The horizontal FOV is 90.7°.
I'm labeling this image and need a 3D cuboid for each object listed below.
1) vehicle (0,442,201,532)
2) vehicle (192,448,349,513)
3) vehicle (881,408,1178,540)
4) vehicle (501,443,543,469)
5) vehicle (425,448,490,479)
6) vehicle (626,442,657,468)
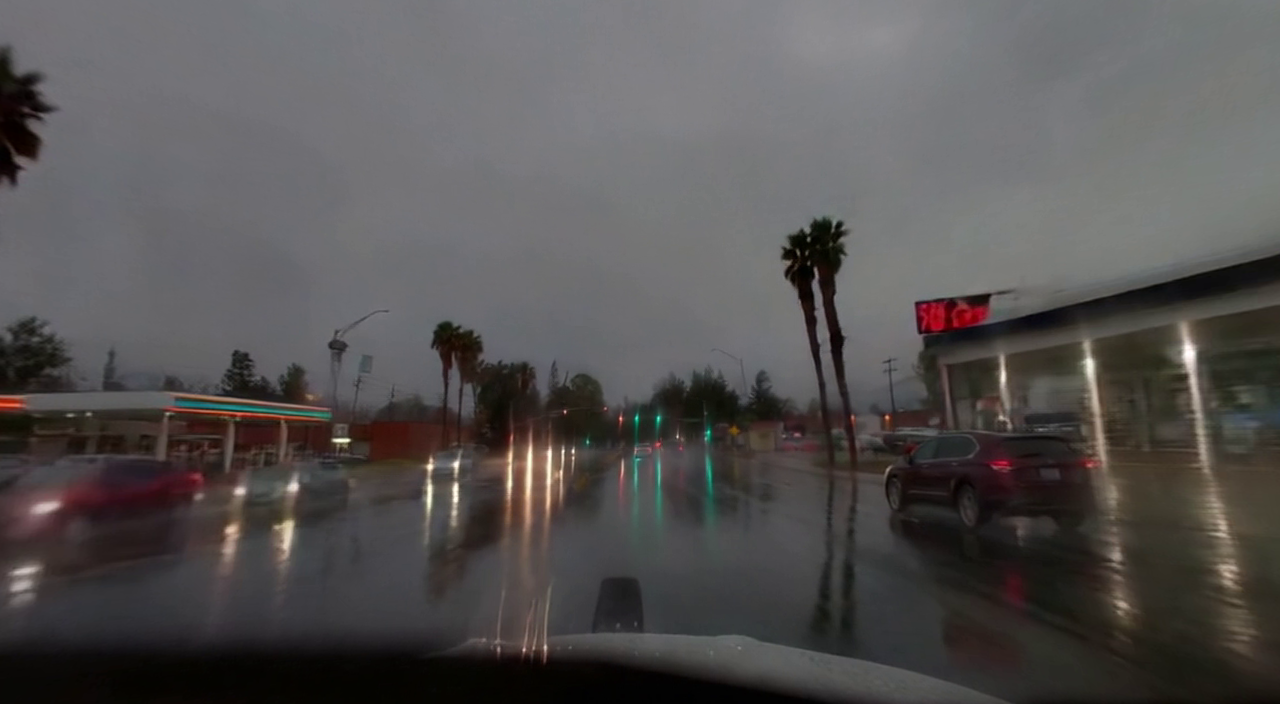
[{"bbox_3d":[-12.699,2.963,14.535,2.082,1.720,4.316,0,-9,0],"label":"vehicle"},{"bbox_3d":[-9.246,3.204,16.228,1.806,1.444,3.606,-1,-9,1],"label":"vehicle"},{"bbox_3d":[6.352,2.066,11.275,2.066,1.807,4.893,0,-9,-1],"label":"vehicle"},{"bbox_3d":[-9.043,8.006,48.899,2.169,1.910,4.745,-1,-9,2],"label":"vehicle"},{"bbox_3d":[-9.419,5.754,33.050,1.931,1.479,4.555,-1,-9,1],"label":"vehicle"},{"bbox_3d":[0.107,7.398,45.581,2.177,1.754,3.815,0,-9,0],"label":"vehicle"}]
